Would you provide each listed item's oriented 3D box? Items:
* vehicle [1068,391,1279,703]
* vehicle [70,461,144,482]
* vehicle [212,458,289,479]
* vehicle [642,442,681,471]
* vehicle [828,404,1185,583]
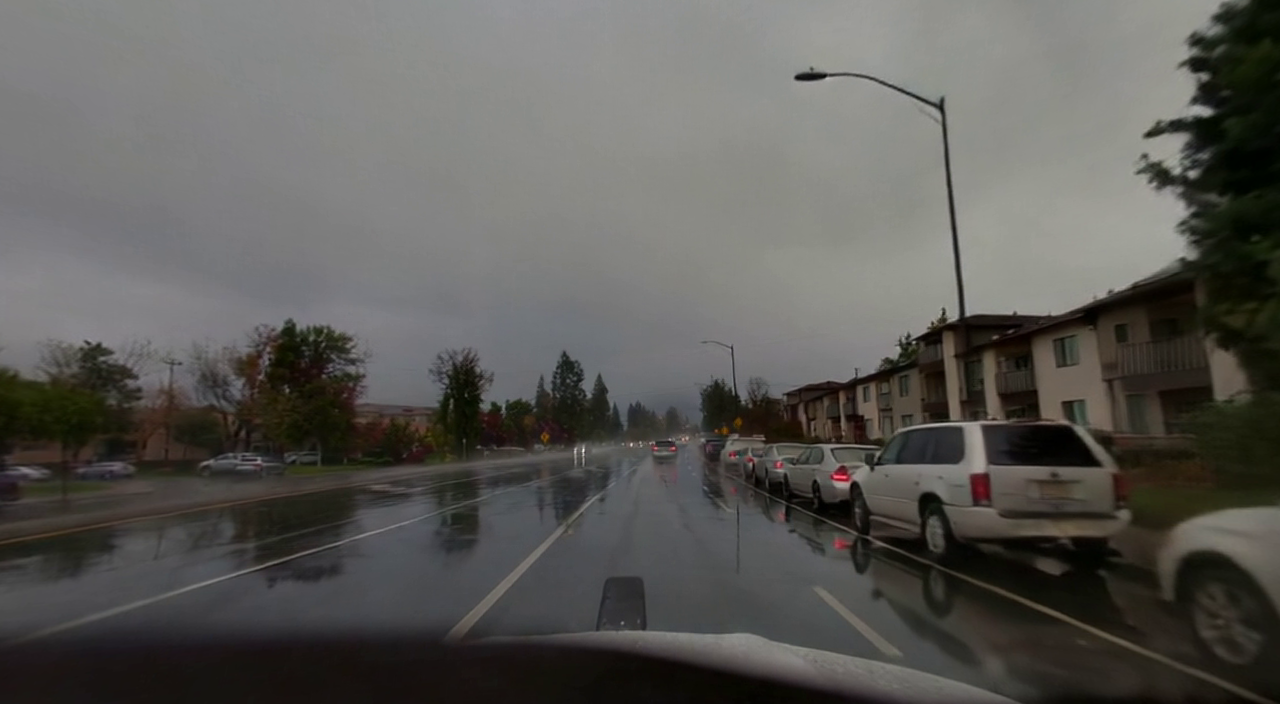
[{"bbox_3d":[4.280,0.883,2.399,1.949,1.616,4.805,0,-9,1],"label":"vehicle"},{"bbox_3d":[-41.102,9.179,48.611,4.292,1.497,1.883,-2,-9,8],"label":"vehicle"},{"bbox_3d":[-29.609,8.826,48.011,4.591,1.468,1.805,1,-9,-9],"label":"vehicle"},{"bbox_3d":[1.183,5.742,34.794,2.011,1.480,4.170,-1,-9,2],"label":"vehicle"},{"bbox_3d":[4.335,1.740,8.606,1.973,1.749,4.608,0,-9,-2],"label":"vehicle"}]
